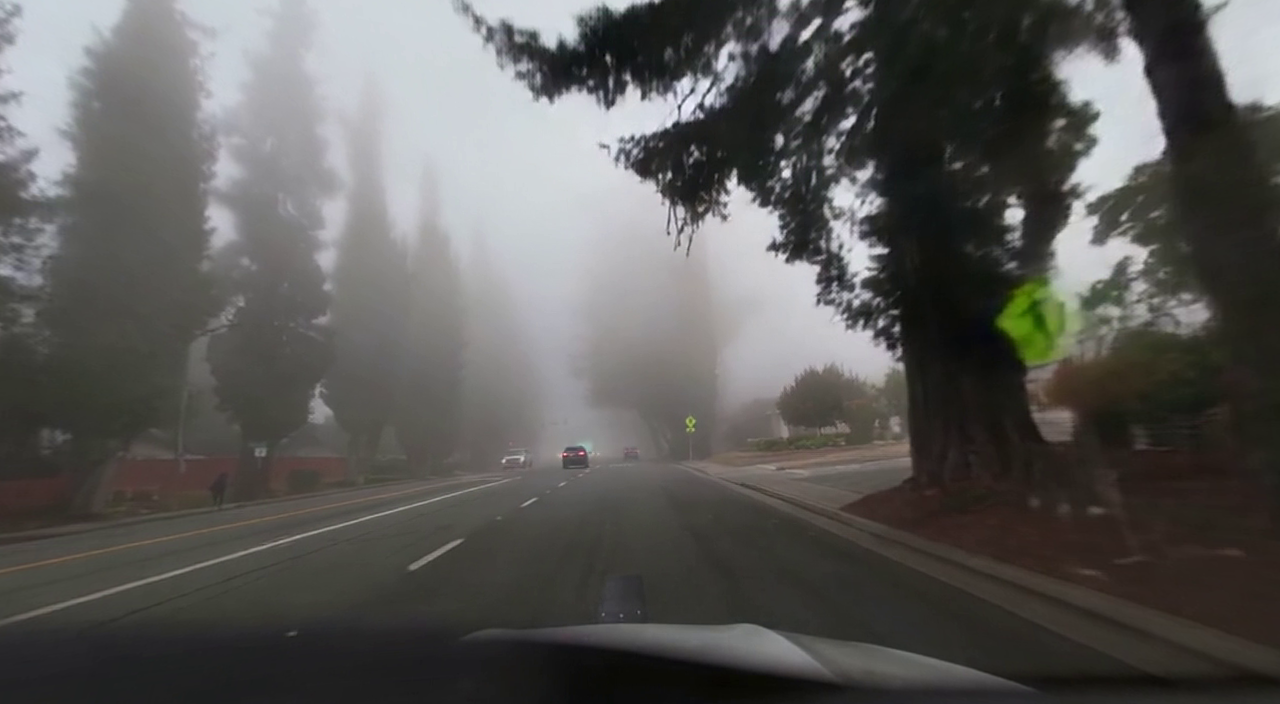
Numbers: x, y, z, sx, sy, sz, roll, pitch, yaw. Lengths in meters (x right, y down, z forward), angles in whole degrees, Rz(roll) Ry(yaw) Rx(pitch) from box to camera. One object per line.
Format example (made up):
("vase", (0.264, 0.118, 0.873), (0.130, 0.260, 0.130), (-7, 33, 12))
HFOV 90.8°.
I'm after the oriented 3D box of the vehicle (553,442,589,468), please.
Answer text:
("vehicle", (-4.739, 7.168, 44.101), (2.065, 1.714, 4.272), (0, -8, 0))
